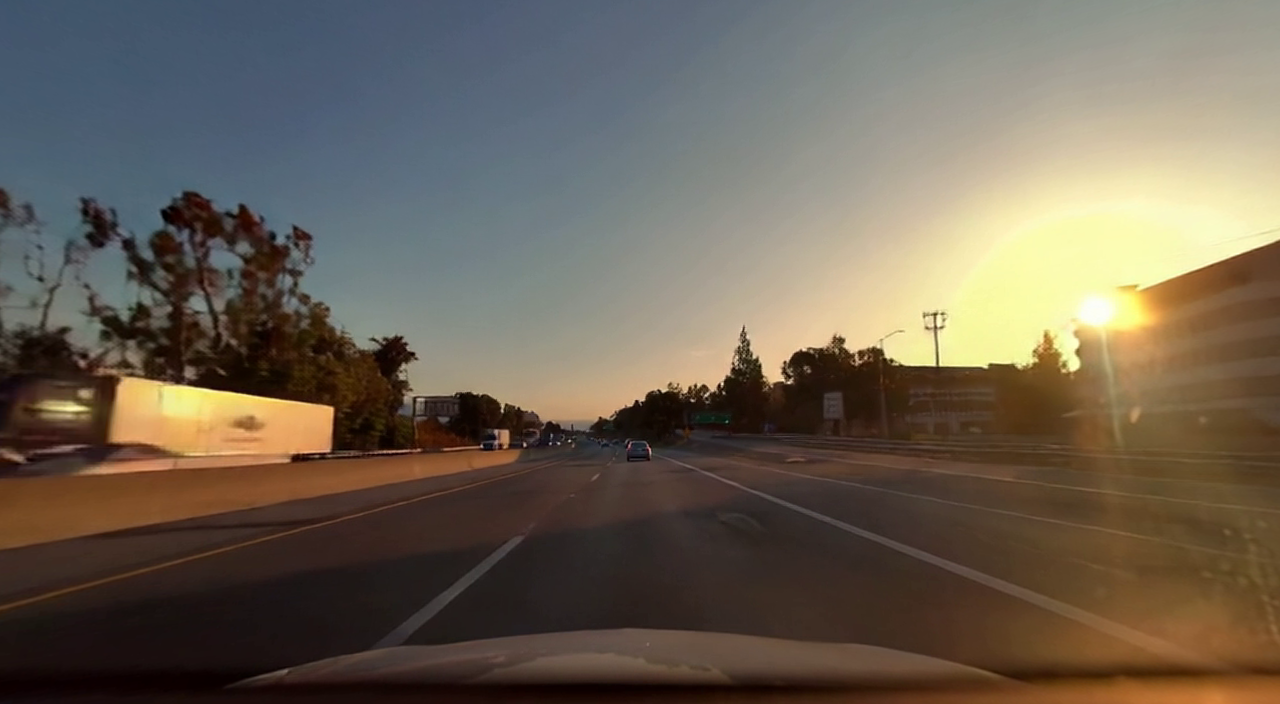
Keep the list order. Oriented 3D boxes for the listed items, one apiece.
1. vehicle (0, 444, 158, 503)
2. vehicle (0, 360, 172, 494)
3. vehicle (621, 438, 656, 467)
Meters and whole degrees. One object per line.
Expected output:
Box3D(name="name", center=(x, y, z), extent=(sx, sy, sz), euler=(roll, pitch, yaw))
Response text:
Box3D(name="vehicle", center=(-17.206, 3.504, 18.659), extent=(1.988, 1.500, 4.746), euler=(0, -8, 0))
Box3D(name="vehicle", center=(-21.157, 2.701, 21.889), extent=(3.030, 4.070, 8.415), euler=(0, -8, 0))
Box3D(name="vehicle", center=(-0.128, 6.208, 38.965), extent=(2.029, 1.666, 4.064), euler=(0, -8, -1))
